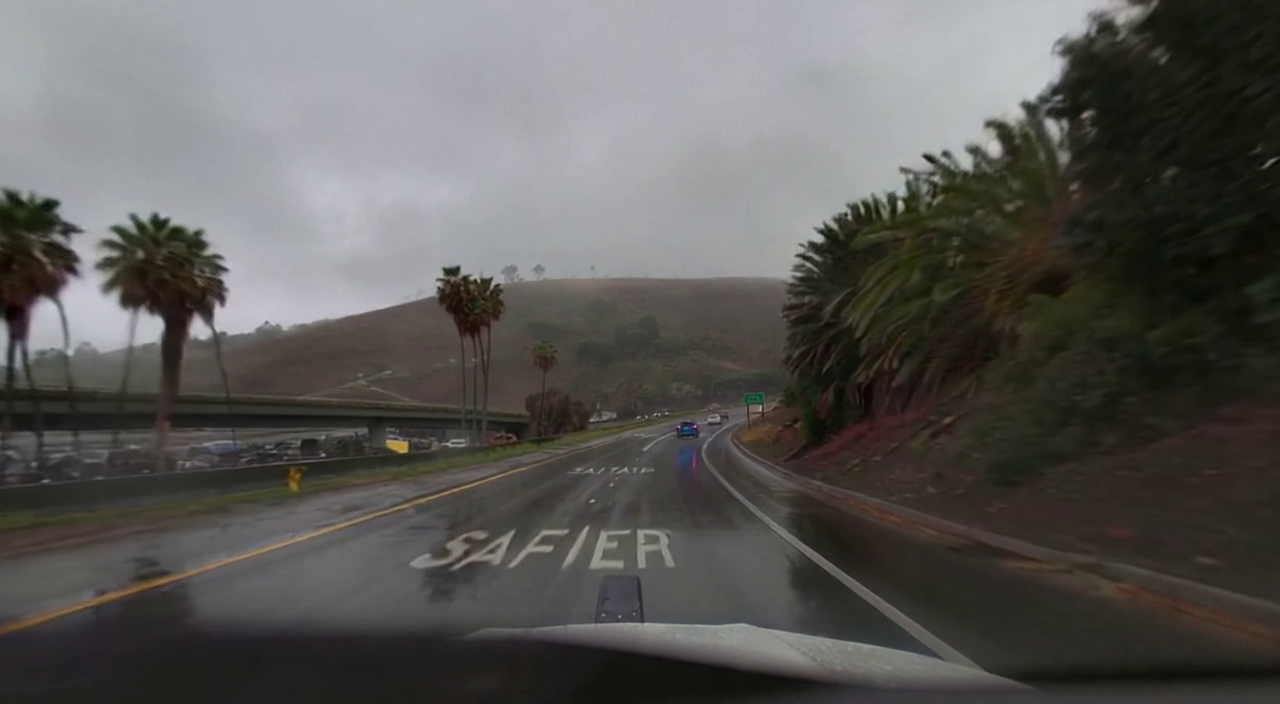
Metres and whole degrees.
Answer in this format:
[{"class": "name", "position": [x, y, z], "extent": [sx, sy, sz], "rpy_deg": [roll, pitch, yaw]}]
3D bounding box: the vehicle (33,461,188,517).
[{"class": "vehicle", "position": [-19.613, 5.051, 23.723], "extent": [1.956, 1.716, 4.330], "rpy_deg": [-1, -8, 2]}]

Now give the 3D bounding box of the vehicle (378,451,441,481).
[{"class": "vehicle", "position": [-15.040, 7.434, 41.488], "extent": [2.227, 1.760, 4.507], "rpy_deg": [-1, -8, 3]}]

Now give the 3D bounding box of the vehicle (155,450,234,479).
[{"class": "vehicle", "position": [-31.791, 8.015, 45.288], "extent": [2.098, 1.856, 4.746], "rpy_deg": [-1, -8, 2]}]
